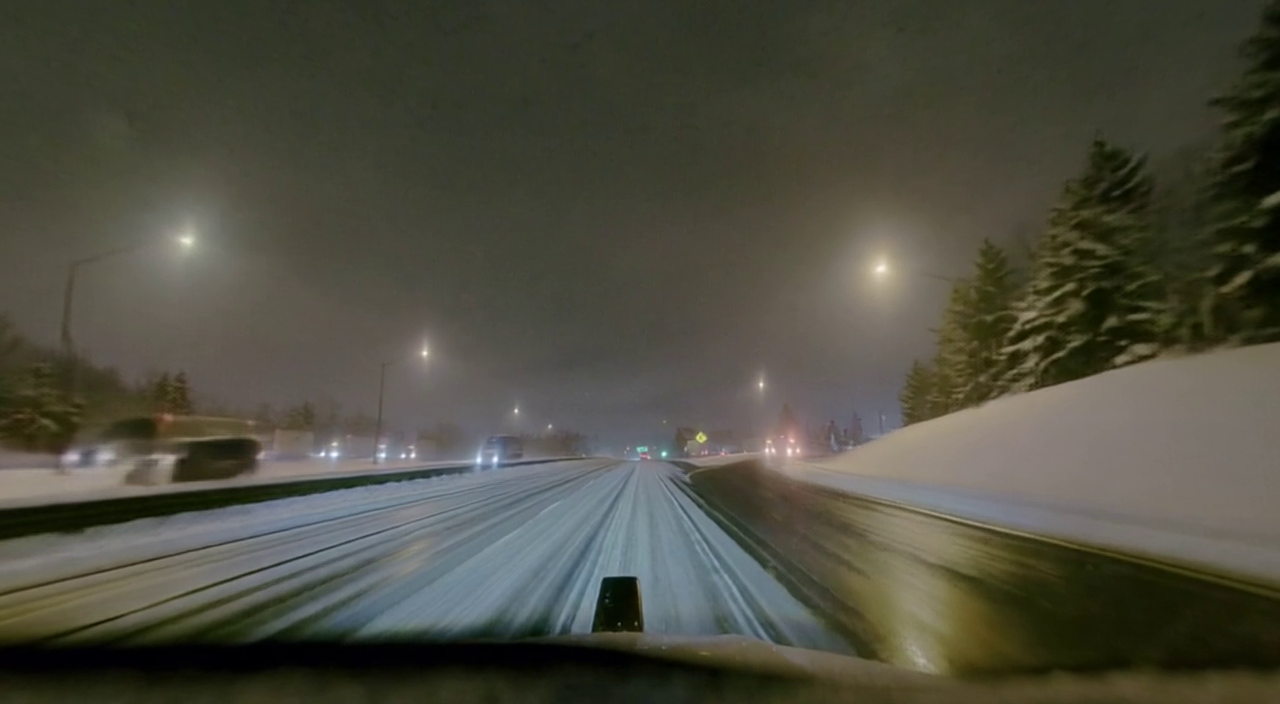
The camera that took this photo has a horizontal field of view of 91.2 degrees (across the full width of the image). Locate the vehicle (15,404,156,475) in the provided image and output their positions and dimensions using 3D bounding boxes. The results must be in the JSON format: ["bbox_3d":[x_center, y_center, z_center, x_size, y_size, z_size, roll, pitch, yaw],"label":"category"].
[{"bbox_3d":[-35.030,5.607,40.014,2.875,4.025,6.567,-2,-8,0],"label":"vehicle"}]
